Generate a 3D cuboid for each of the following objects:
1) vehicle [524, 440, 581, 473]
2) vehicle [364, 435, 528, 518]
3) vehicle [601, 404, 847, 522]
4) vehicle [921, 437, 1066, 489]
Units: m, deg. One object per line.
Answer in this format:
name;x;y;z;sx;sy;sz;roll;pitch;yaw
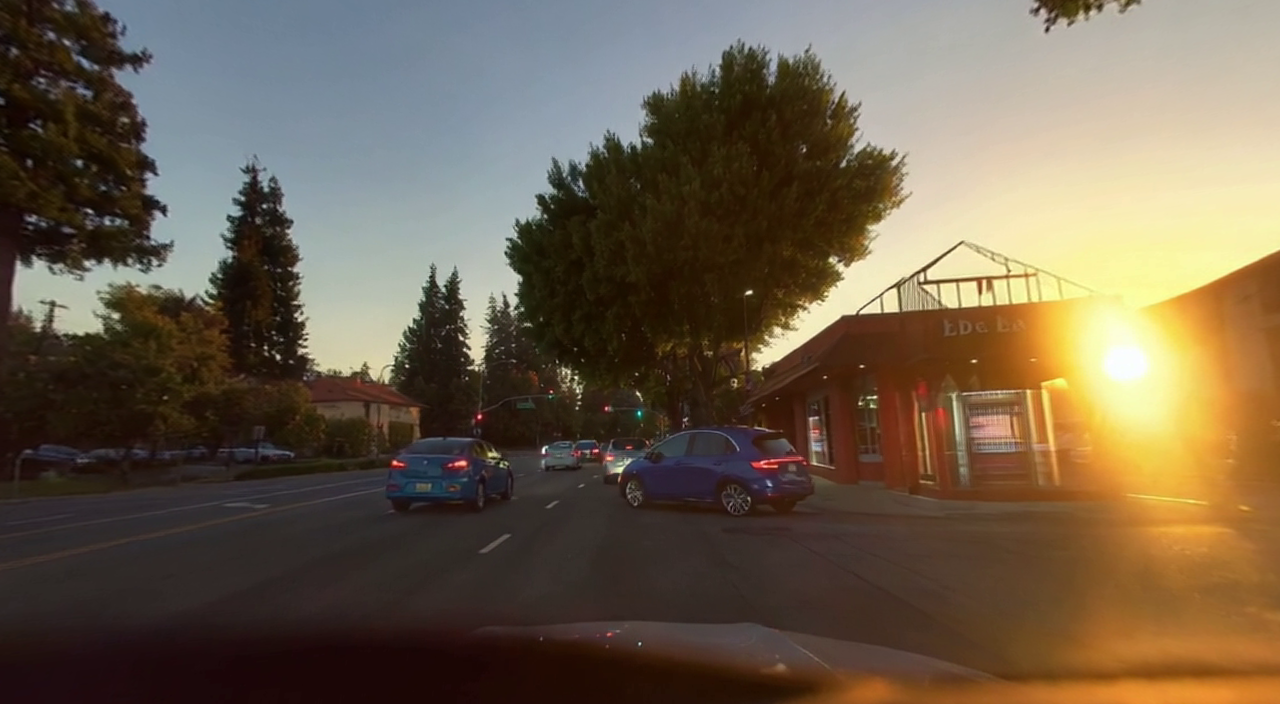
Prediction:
vehicle;-4.073;4.937;29.887;2.042;1.470;4.123;0;-8;1
vehicle;-3.890;2.564;13.511;2.026;1.466;4.282;0;-8;2
vehicle;1.545;2.211;12.927;4.642;1.955;2.052;-8;-12;43
vehicle;12.285;3.883;22.035;3.871;1.525;1.835;-3;-9;0
